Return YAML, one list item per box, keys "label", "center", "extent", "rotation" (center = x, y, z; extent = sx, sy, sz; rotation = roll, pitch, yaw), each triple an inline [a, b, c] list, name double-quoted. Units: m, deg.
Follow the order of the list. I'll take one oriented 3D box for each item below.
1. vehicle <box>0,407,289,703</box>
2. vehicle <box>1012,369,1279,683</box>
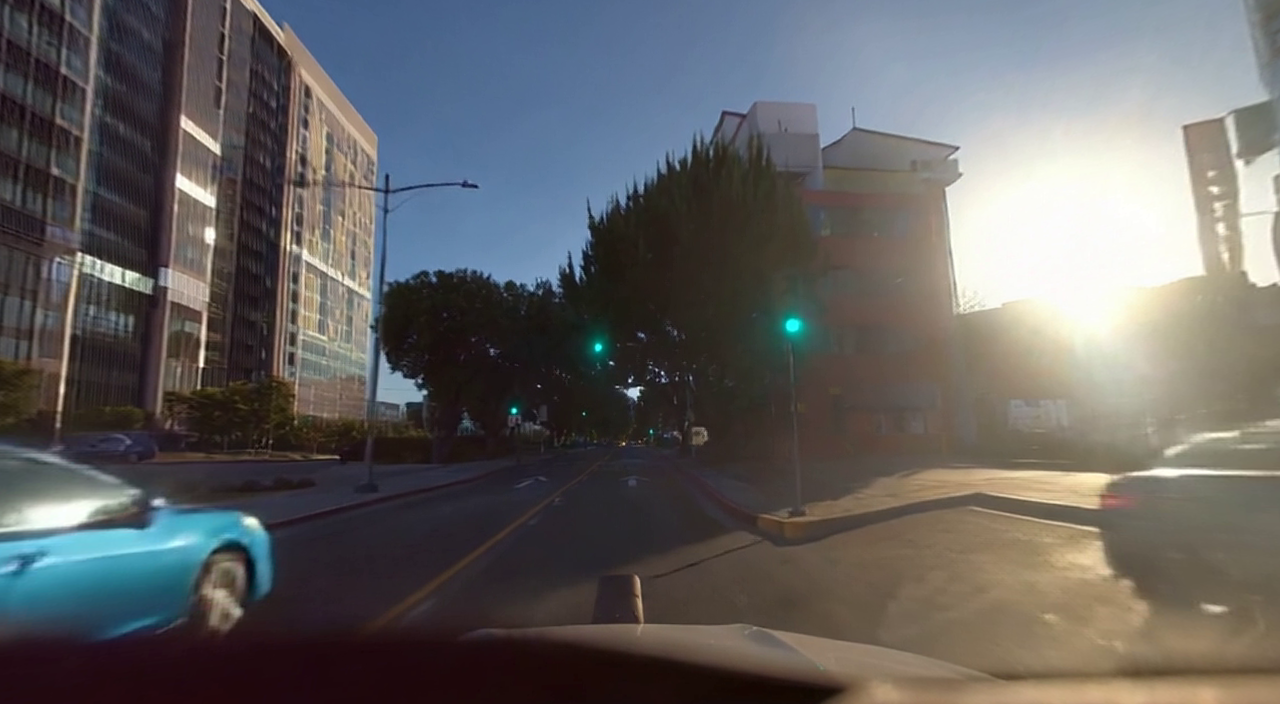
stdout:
- label: "vehicle"
  center: [-3.368, 0.869, 1.974]
  extent: [1.898, 1.407, 4.652]
  rotation: [0, -8, -1]
- label: "vehicle"
  center: [4.831, 0.989, 4.205]
  extent: [4.033, 1.514, 1.974]
  rotation: [3, -9, -25]
